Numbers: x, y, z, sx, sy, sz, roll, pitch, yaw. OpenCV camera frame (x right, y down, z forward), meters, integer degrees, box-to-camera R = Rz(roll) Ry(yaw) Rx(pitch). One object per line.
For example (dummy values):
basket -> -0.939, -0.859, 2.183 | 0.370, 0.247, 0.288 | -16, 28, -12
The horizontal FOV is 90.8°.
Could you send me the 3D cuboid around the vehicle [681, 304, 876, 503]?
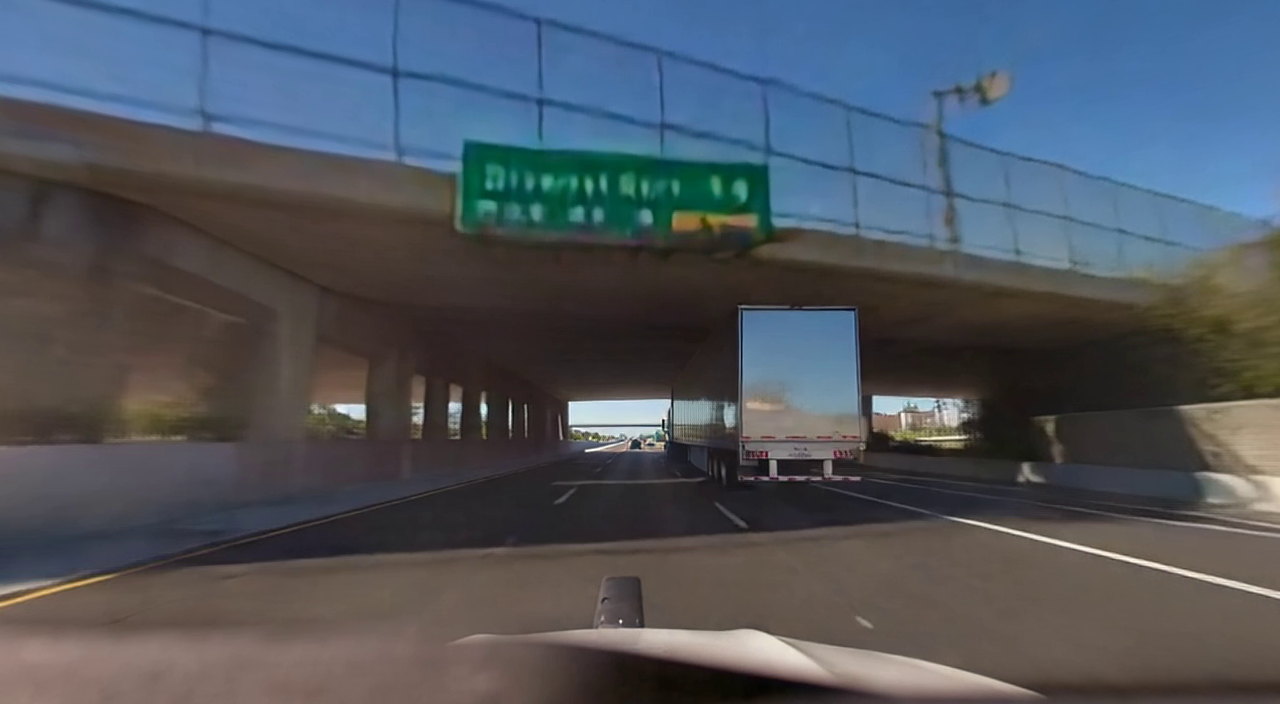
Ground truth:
vehicle -> 3.367, 2.282, 21.334 | 2.743, 4.160, 16.408 | 0, -9, -1
